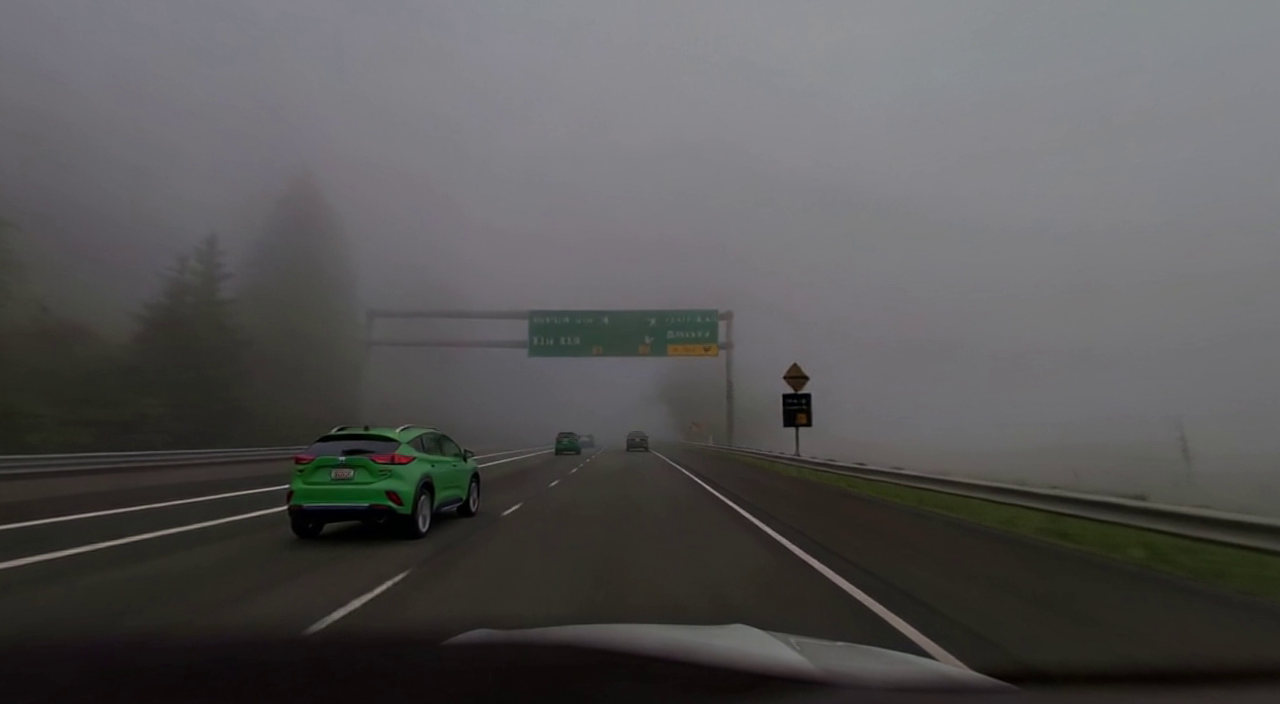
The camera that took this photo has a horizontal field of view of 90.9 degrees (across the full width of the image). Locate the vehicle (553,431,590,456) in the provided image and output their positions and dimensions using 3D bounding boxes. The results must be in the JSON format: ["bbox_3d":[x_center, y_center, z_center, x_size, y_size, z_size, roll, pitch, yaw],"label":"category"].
[{"bbox_3d":[-4.608,6.206,42.771,2.055,1.610,4.116,0,-8,0],"label":"vehicle"}]

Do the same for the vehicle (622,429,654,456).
[{"bbox_3d":[-0.182,6.368,44.557,2.170,1.790,4.490,0,-8,-1],"label":"vehicle"}]
